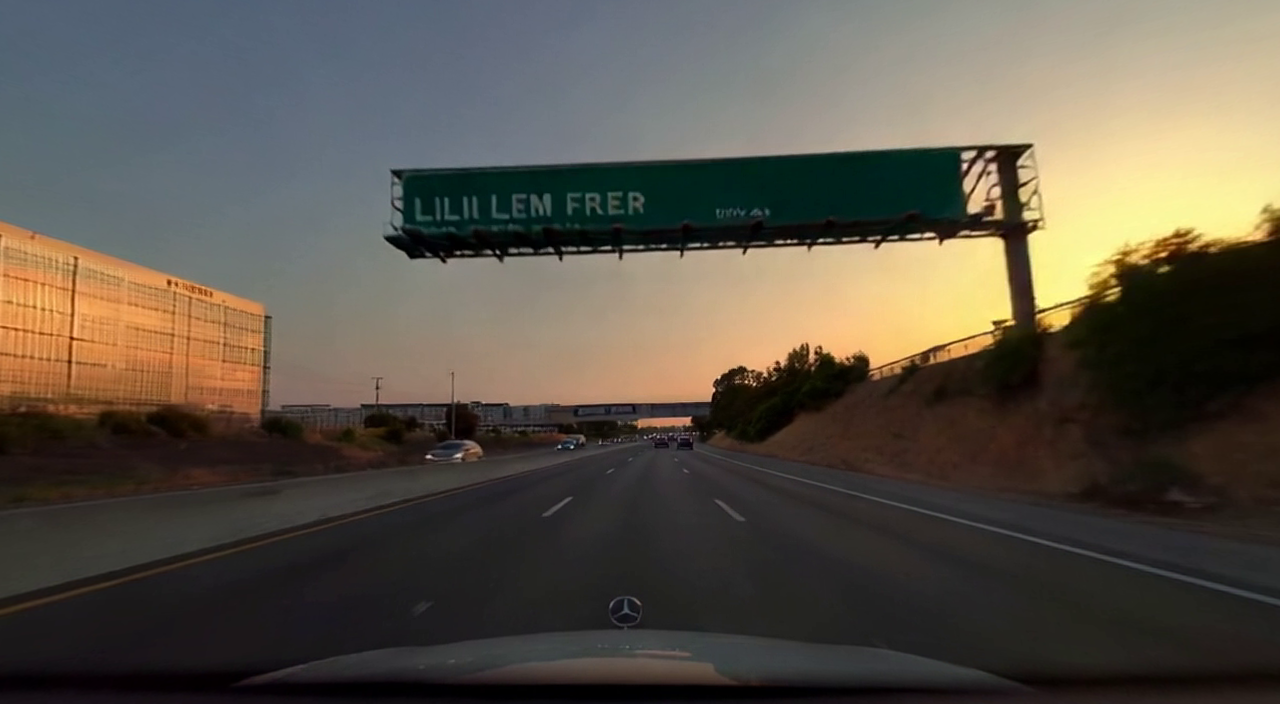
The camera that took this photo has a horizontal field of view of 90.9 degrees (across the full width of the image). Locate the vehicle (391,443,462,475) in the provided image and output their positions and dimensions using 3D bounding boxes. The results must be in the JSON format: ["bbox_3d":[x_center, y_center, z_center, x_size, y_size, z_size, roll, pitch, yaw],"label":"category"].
[{"bbox_3d":[-10.563,5.287,31.553,1.886,1.454,4.563,0,-8,1],"label":"vehicle"}]
